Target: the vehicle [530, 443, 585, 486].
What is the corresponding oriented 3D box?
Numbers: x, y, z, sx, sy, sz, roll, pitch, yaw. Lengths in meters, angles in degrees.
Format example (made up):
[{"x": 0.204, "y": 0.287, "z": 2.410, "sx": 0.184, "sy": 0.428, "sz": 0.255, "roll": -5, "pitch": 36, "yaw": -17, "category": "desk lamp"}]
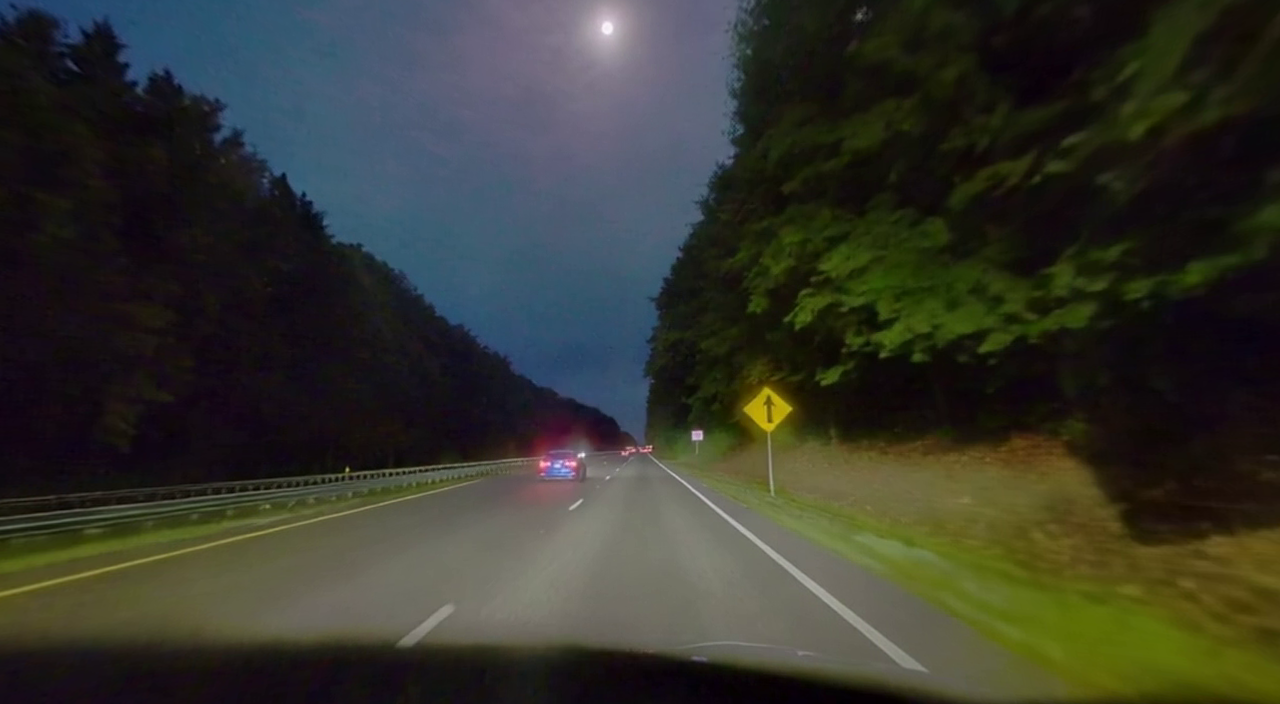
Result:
[{"x": -3.178, "y": 4.403, "z": 24.912, "sx": 1.675, "sy": 1.537, "sz": 3.574, "roll": 0, "pitch": -9, "yaw": 1, "category": "vehicle"}]
